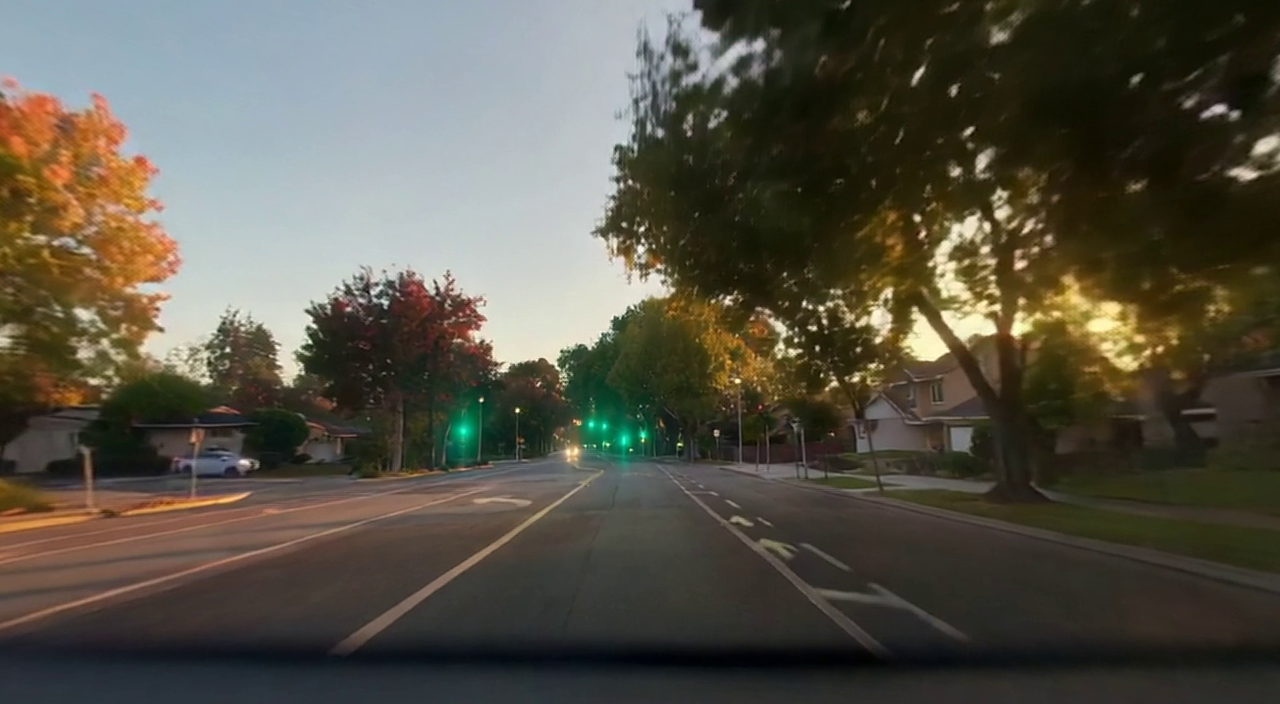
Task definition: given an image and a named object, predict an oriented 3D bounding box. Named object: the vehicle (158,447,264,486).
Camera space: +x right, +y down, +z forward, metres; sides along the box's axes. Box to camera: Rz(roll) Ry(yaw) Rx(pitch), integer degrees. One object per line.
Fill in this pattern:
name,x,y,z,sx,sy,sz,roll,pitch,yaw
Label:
vehicle,-23.324,6.198,34.722,2.192,1.901,5.889,0,-9,-6
